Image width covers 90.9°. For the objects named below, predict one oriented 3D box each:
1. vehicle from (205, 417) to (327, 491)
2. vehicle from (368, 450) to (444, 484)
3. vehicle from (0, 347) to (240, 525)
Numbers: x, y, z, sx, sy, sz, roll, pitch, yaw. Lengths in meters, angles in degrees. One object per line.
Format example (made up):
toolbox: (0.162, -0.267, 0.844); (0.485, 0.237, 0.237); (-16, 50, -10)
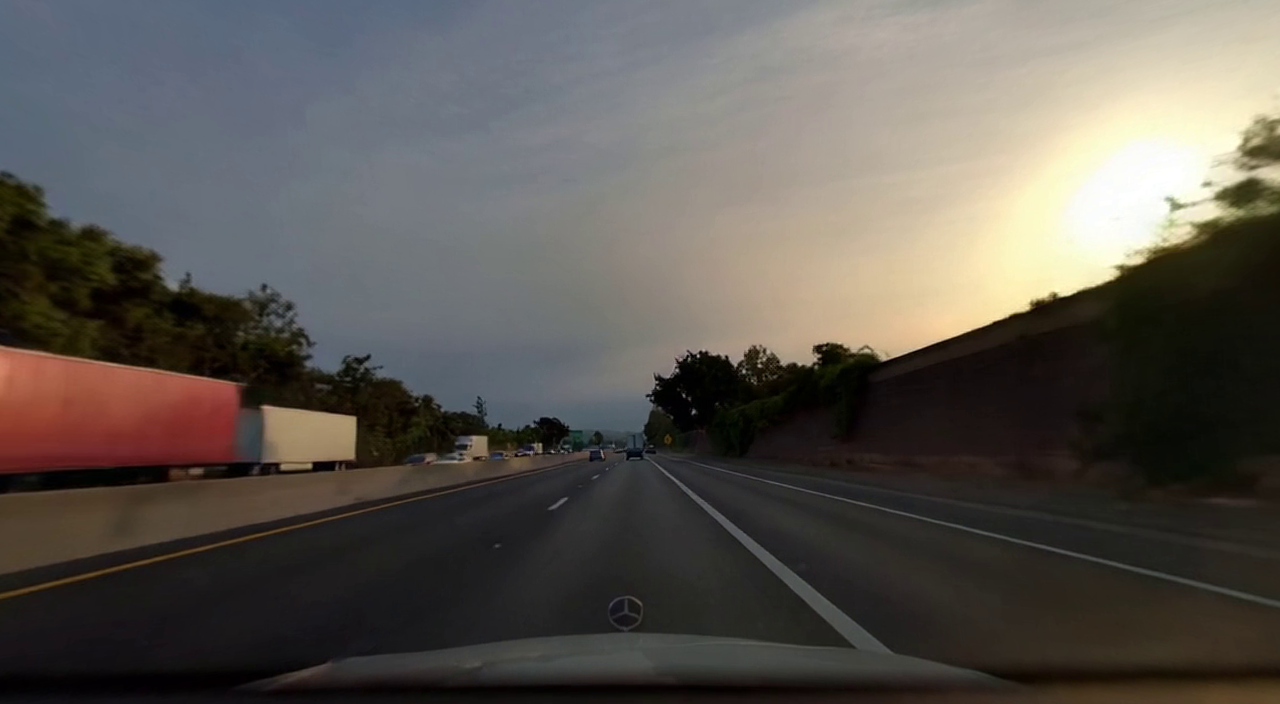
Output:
vehicle: (-20.012, 5.522, 34.249); (2.891, 3.645, 6.006); (0, -9, -2)
vehicle: (-11.310, 5.584, 30.799); (2.078, 1.522, 4.275); (0, -9, 0)
vehicle: (-16.233, 2.145, 15.873); (2.888, 4.057, 14.334); (0, -9, 0)
